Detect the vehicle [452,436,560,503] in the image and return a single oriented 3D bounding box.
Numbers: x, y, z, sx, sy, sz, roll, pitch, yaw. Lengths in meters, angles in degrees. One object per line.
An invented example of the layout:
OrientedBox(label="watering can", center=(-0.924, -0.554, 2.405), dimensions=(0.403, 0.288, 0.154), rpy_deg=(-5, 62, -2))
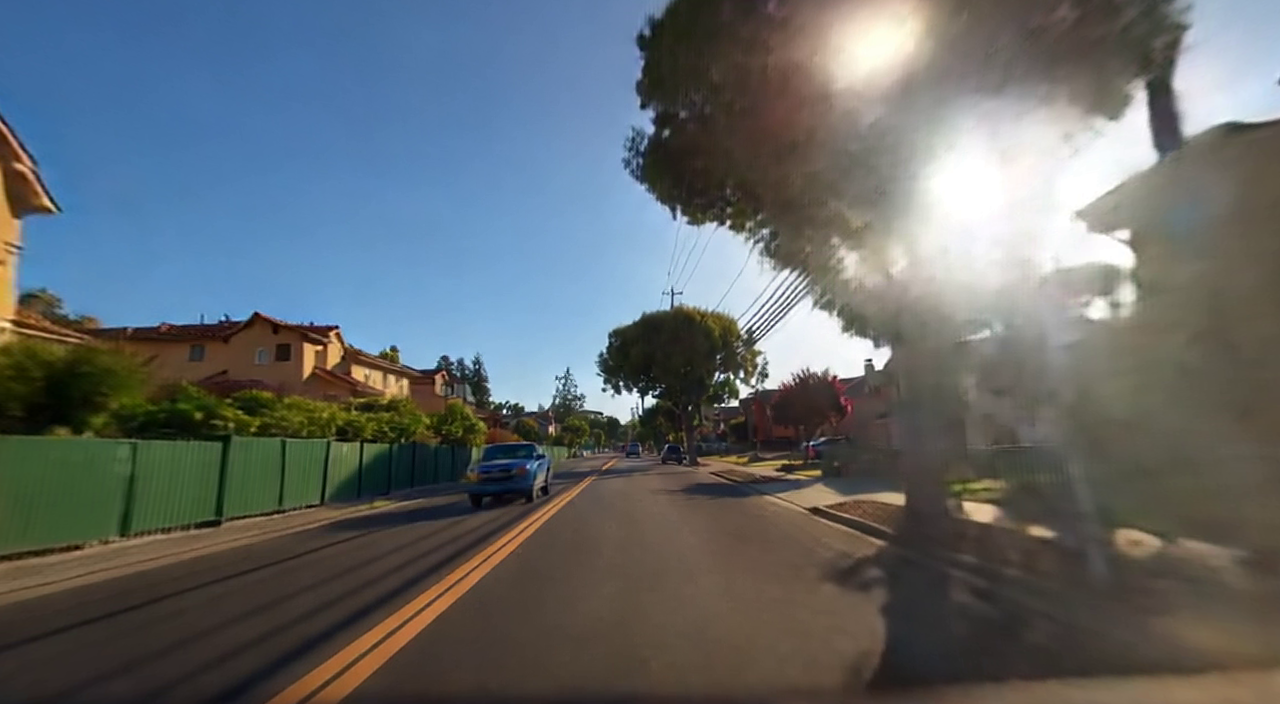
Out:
OrientedBox(label="vehicle", center=(-3.663, 3.295, 18.170), dimensions=(2.146, 1.657, 4.351), rpy_deg=(0, -9, 0))

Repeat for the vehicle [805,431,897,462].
OrientedBox(label="vehicle", center=(12.517, 5.656, 37.748), dimensions=(4.701, 1.745, 2.083), rpy_deg=(-1, -9, 2))

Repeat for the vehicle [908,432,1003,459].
OrientedBox(label="vehicle", center=(18.794, 5.625, 37.831), dimensions=(4.558, 1.554, 1.990), rpy_deg=(0, -9, 4))
